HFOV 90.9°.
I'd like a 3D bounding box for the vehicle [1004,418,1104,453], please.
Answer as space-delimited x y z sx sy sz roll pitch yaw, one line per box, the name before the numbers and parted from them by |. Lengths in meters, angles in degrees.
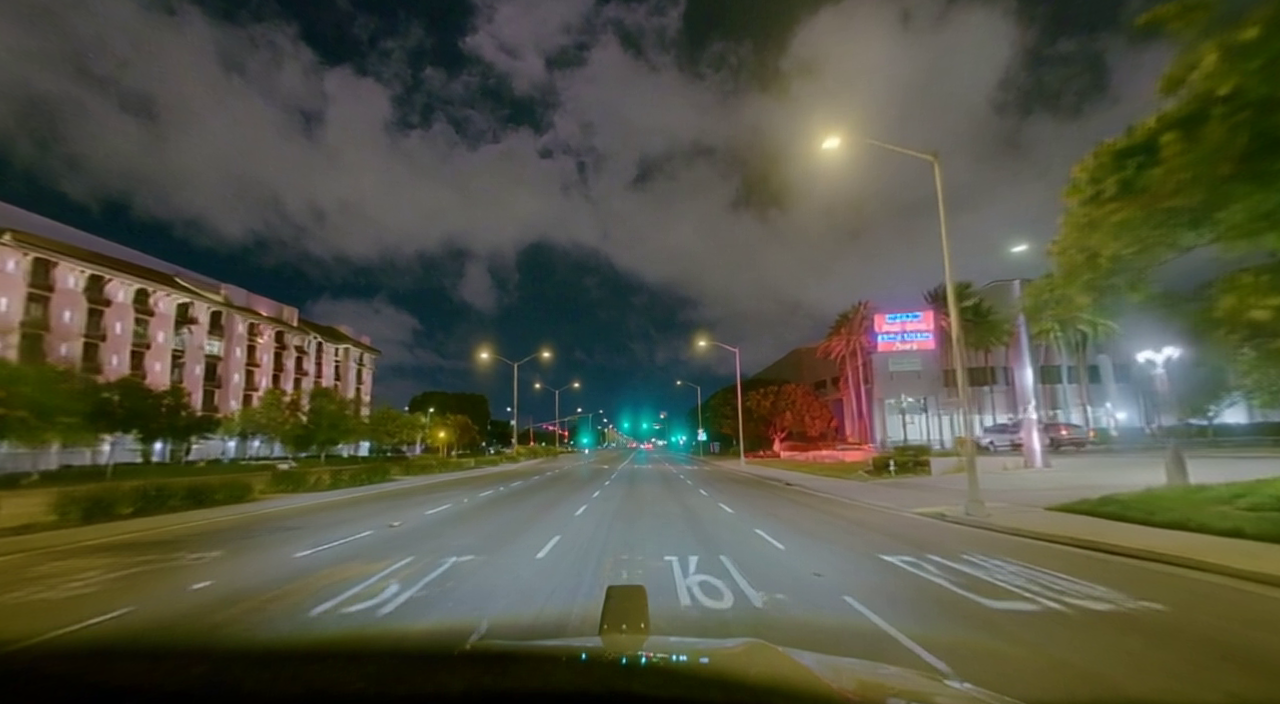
vehicle | 22.877 4.677 35.104 2.222 1.818 5.099 0 -8 2
